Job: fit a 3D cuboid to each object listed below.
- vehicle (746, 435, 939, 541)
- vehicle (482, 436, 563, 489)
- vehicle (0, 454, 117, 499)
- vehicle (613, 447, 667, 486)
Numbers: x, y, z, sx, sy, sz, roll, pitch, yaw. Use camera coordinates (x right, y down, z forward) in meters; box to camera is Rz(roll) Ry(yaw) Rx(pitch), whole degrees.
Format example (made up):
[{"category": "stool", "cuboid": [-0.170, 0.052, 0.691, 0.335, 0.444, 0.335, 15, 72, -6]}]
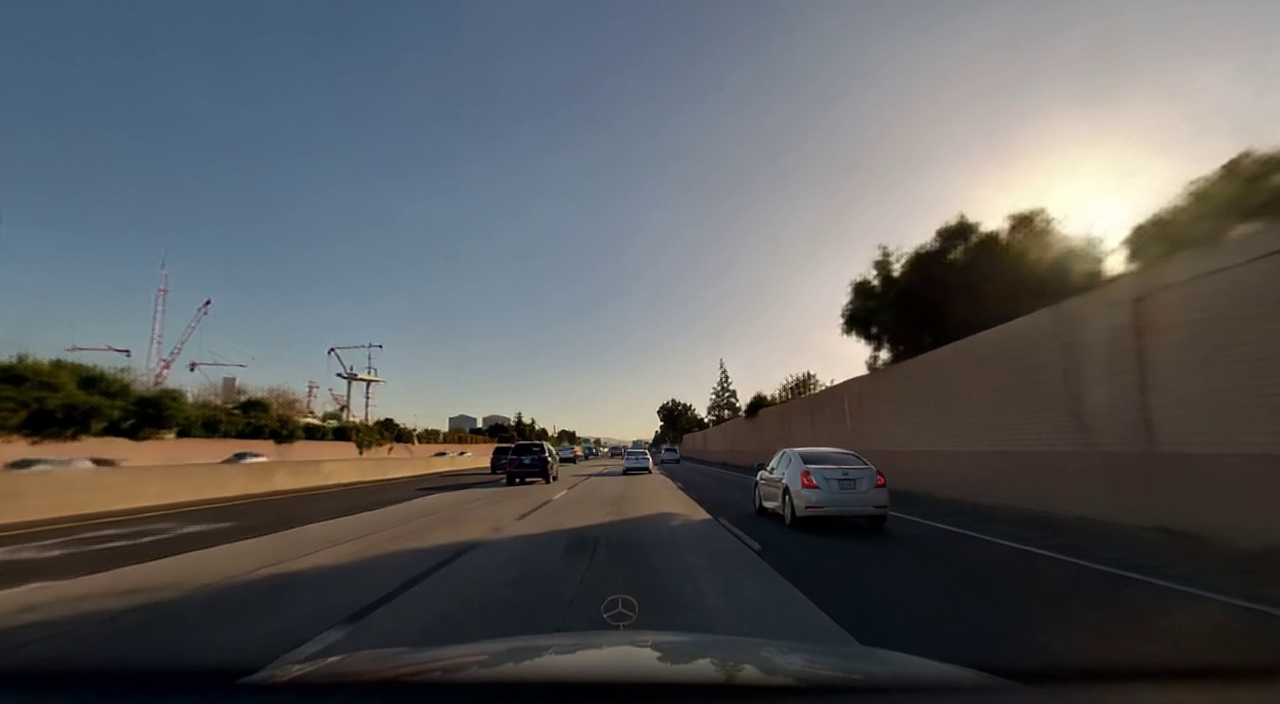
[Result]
[{"category": "vehicle", "cuboid": [3.320, 2.312, 11.469, 1.917, 1.507, 4.540, 0, -9, -1]}, {"category": "vehicle", "cuboid": [-4.243, 4.080, 23.640, 2.121, 1.775, 4.335, 0, -9, 1]}, {"category": "vehicle", "cuboid": [-22.187, 4.531, 23.447, 1.731, 1.441, 4.380, 0, -9, 0]}, {"category": "vehicle", "cuboid": [-0.020, 4.597, 25.690, 2.045, 1.452, 4.040, 0, -9, -1]}]
